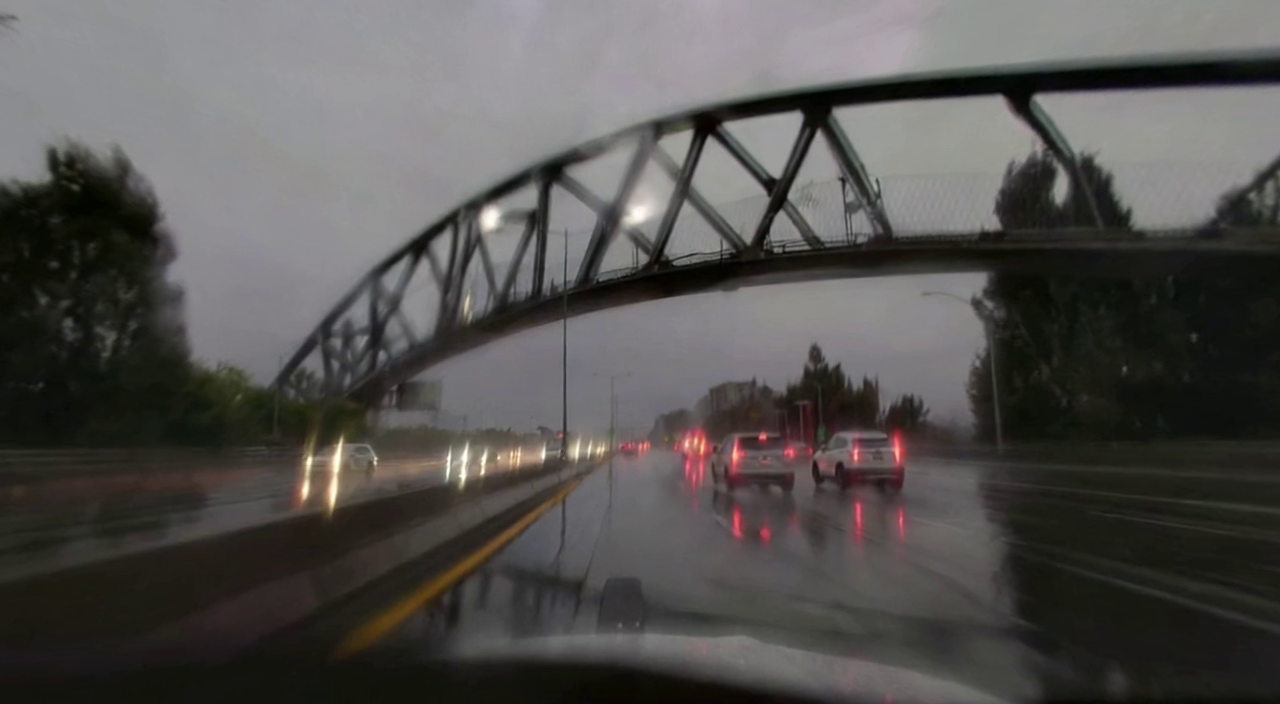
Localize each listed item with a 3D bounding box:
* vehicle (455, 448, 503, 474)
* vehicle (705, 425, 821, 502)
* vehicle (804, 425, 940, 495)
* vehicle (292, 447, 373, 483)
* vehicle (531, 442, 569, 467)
[{"bbox_3d":[-9.901,6.708,39.106,1.828,1.437,4.329,0,-9,0],"label":"vehicle"},{"bbox_3d":[3.005,2.845,16.467,2.059,1.711,4.302,0,-9,-1],"label":"vehicle"},{"bbox_3d":[6.634,3.158,18.809,2.040,1.801,4.959,0,-9,-2],"label":"vehicle"},{"bbox_3d":[-16.970,6.216,35.202,2.130,1.820,4.796,0,-9,0],"label":"vehicle"},{"bbox_3d":[-6.336,7.291,45.003,2.019,1.633,4.367,0,-9,0],"label":"vehicle"}]
